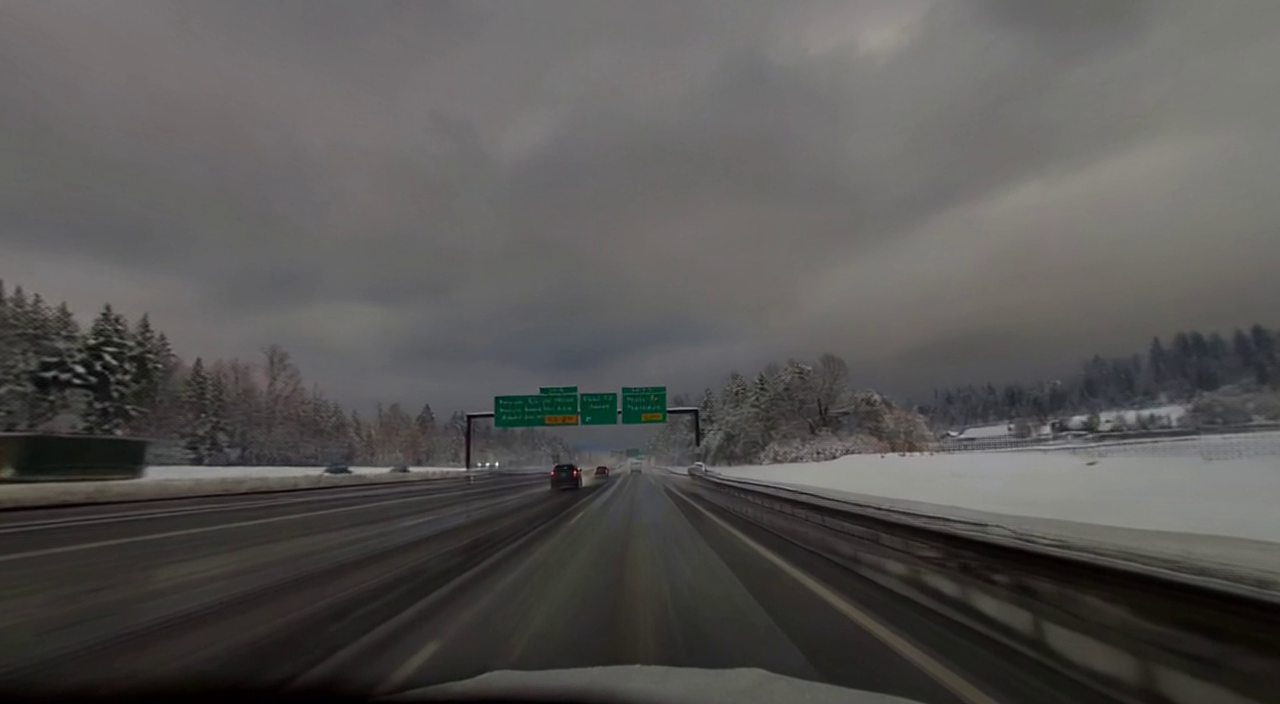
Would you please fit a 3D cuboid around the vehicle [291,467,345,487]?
[{"bbox_3d":[-25.460,9.896,49.993,1.889,1.402,4.508,1,-11,1],"label":"vehicle"}]

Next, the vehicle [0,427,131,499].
[{"bbox_3d":[-29.649,5.400,30.514,2.811,3.126,8.459,1,-11,0],"label":"vehicle"}]

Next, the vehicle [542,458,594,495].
[{"bbox_3d":[-3.383,5.978,30.347,2.092,1.642,3.895,1,-11,0],"label":"vehicle"}]
